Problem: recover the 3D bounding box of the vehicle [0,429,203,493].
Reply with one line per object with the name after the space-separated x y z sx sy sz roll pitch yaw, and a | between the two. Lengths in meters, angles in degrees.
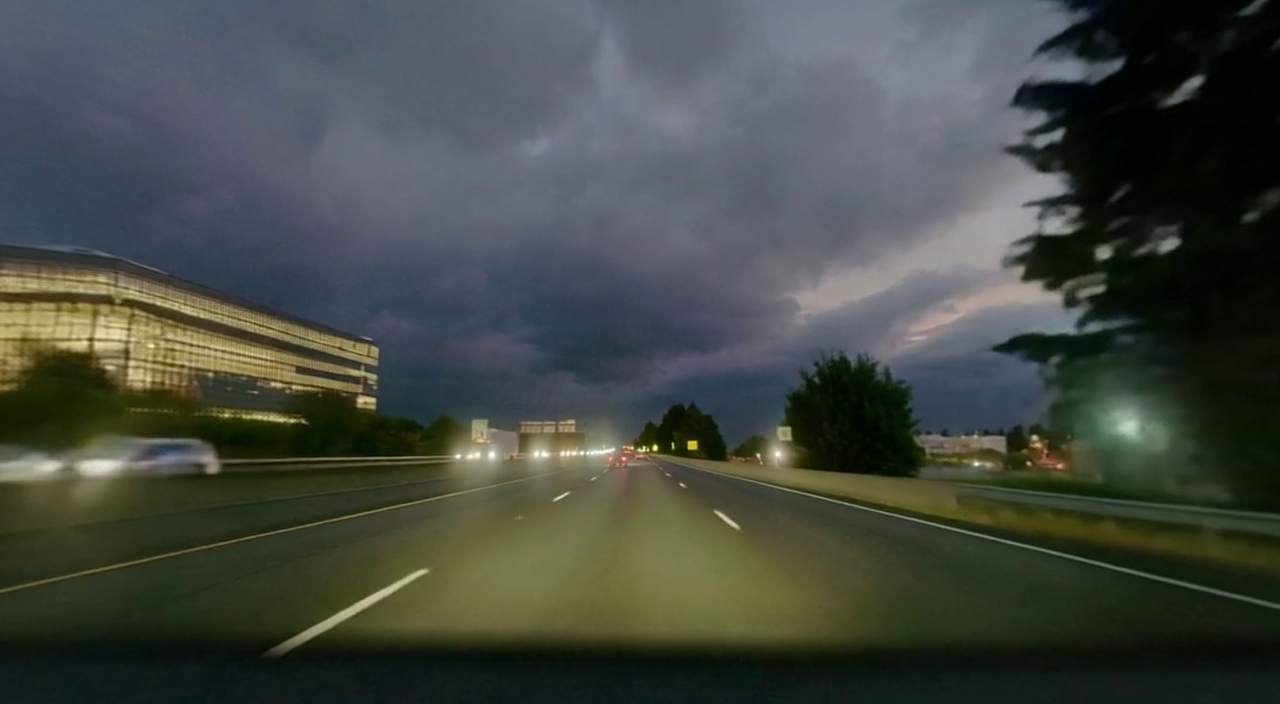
-14.439 2.936 17.135 1.870 1.489 4.417 0 -9 1 | vehicle
